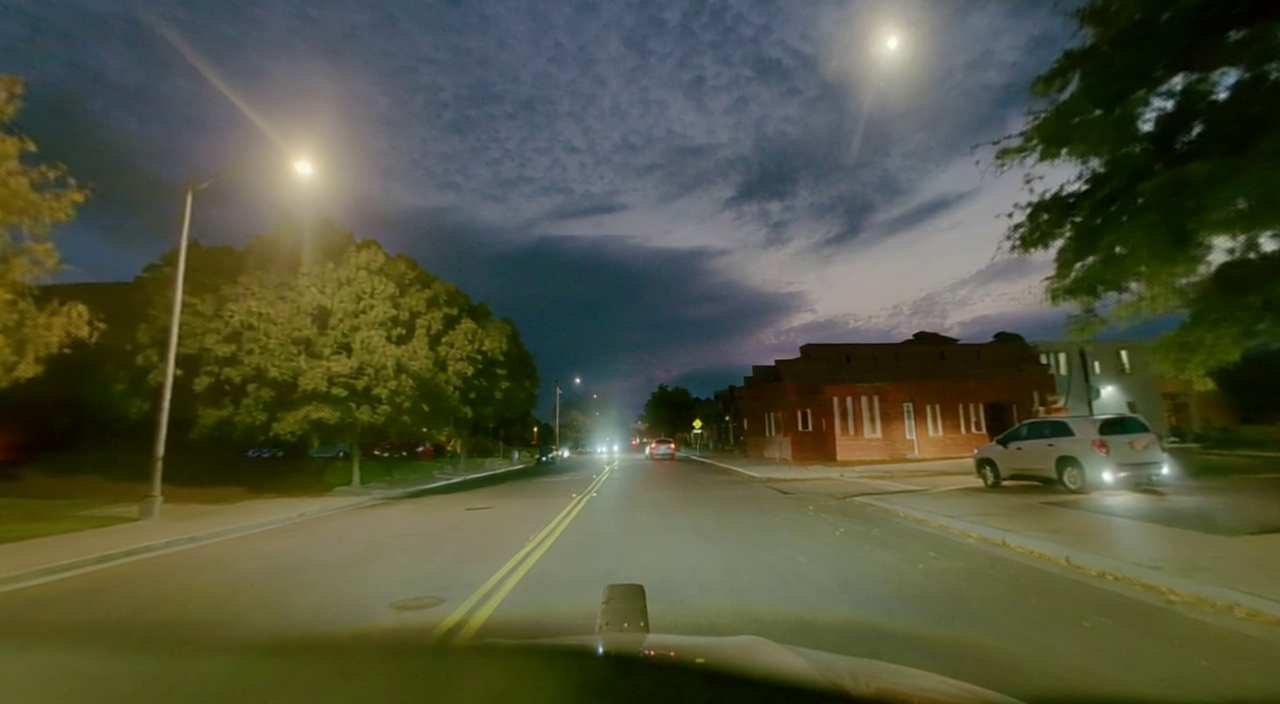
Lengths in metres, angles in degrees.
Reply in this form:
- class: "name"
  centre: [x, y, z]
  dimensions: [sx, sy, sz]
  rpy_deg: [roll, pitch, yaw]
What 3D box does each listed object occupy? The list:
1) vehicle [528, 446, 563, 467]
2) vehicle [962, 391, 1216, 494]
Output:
- class: "vehicle"
  centre: [-7.021, 7.789, 47.166]
  dimensions: [1.930, 1.463, 4.195]
  rpy_deg: [0, -9, 0]
- class: "vehicle"
  centre: [9.304, 2.054, 13.748]
  dimensions: [2.018, 1.840, 4.662]
  rpy_deg: [1, -10, 0]
